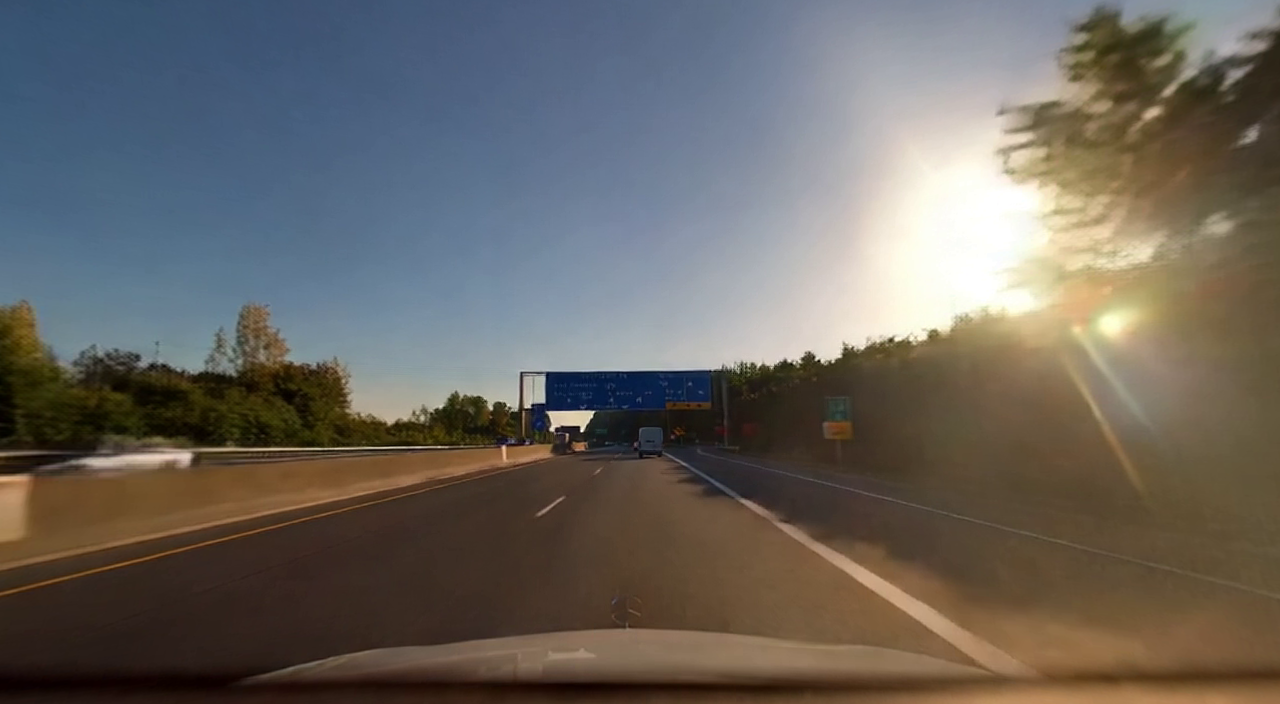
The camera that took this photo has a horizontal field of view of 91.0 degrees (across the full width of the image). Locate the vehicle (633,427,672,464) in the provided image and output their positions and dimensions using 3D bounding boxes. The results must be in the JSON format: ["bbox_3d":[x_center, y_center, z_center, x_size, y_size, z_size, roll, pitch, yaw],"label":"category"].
[{"bbox_3d":[0.740,5.781,38.921,2.277,2.109,4.922,0,-8,0],"label":"vehicle"}]
